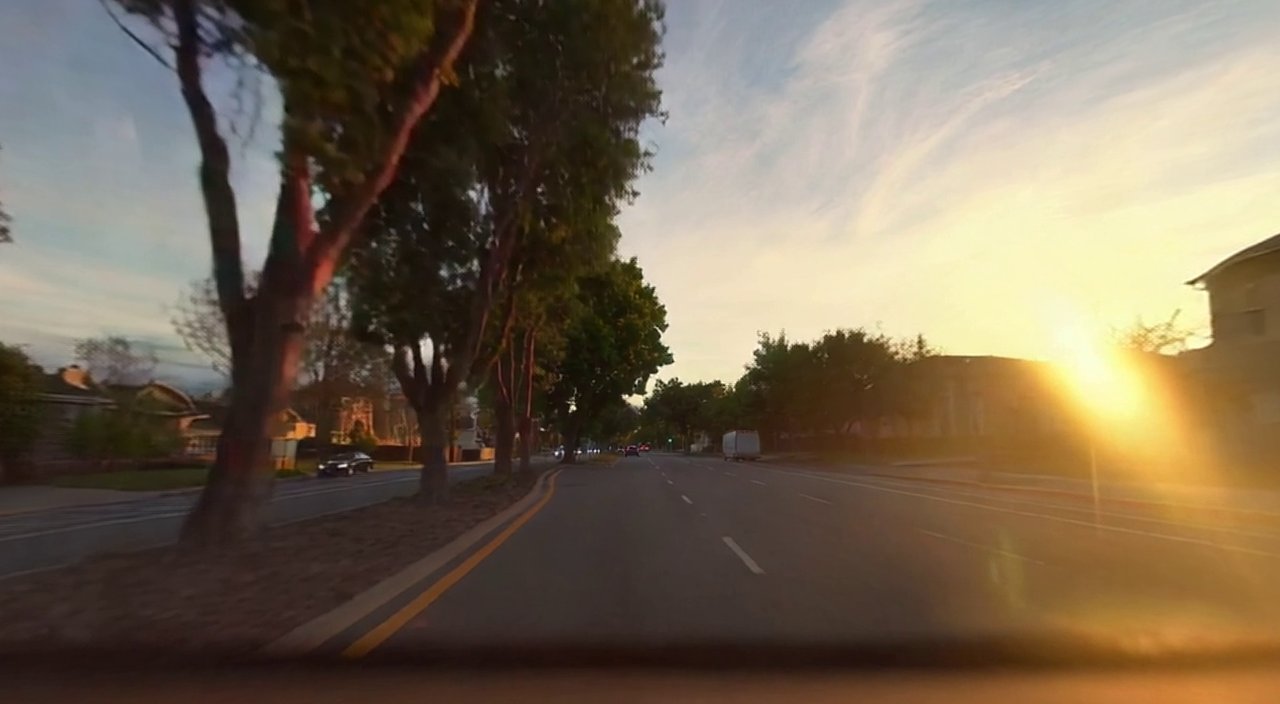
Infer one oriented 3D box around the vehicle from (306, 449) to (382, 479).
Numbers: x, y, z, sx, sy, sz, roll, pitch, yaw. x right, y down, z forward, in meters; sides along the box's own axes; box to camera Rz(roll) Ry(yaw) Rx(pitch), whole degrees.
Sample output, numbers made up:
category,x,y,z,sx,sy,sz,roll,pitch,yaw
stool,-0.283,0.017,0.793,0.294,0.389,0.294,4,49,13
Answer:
category,x,y,z,sx,sy,sz,roll,pitch,yaw
vehicle,-19.538,7.403,42.001,2.146,1.848,5.680,-1,-9,2
